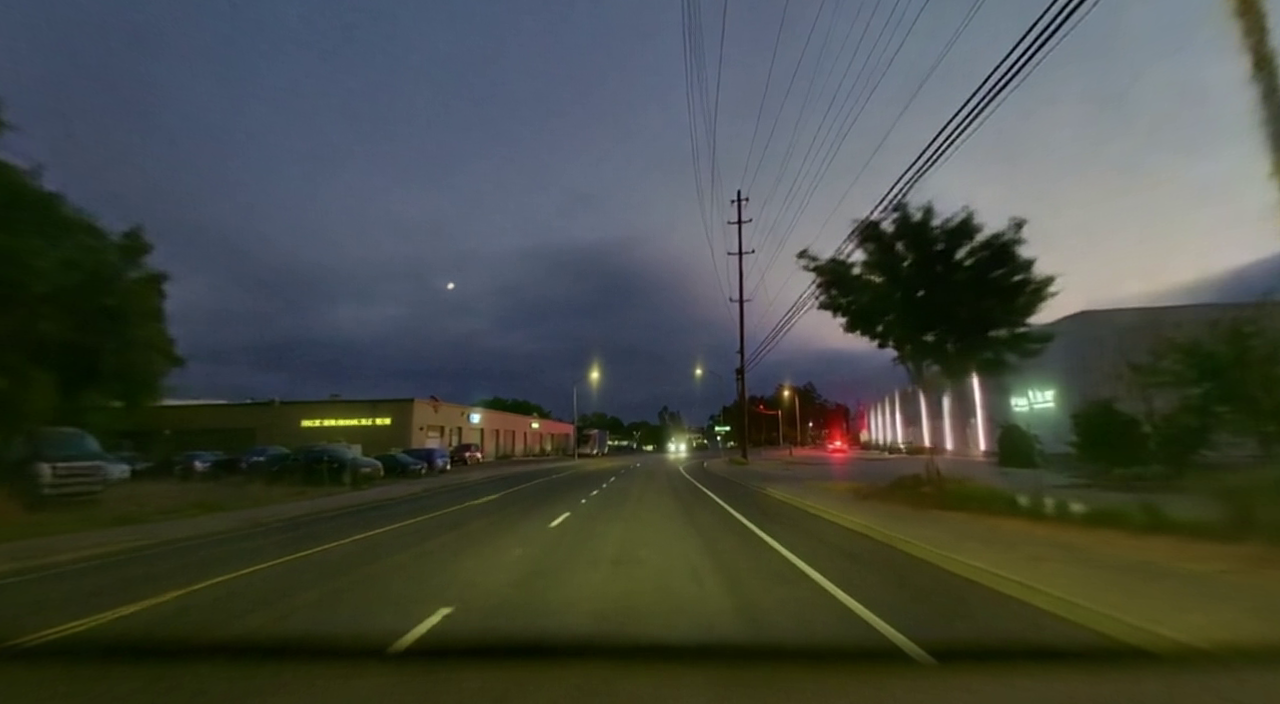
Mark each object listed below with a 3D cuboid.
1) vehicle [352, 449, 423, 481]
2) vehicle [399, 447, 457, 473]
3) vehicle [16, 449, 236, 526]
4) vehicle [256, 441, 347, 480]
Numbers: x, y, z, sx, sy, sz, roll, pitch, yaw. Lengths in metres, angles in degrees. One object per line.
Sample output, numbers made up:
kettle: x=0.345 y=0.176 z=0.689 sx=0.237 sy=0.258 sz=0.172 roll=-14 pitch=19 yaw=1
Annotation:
vehicle: x=-14.144 y=6.331 z=35.644 sx=2.122 sy=1.440 sz=4.601 roll=-4 pitch=-8 yaw=0
vehicle: x=-13.766 y=6.997 z=41.194 sx=2.070 sy=1.577 sz=4.652 roll=0 pitch=-8 yaw=1
vehicle: x=-14.404 y=3.751 z=18.224 sx=2.053 sy=1.772 sz=5.189 roll=-3 pitch=-9 yaw=0
vehicle: x=-19.366 y=6.196 z=36.427 sx=2.099 sy=2.038 sz=5.624 roll=0 pitch=-9 yaw=0
